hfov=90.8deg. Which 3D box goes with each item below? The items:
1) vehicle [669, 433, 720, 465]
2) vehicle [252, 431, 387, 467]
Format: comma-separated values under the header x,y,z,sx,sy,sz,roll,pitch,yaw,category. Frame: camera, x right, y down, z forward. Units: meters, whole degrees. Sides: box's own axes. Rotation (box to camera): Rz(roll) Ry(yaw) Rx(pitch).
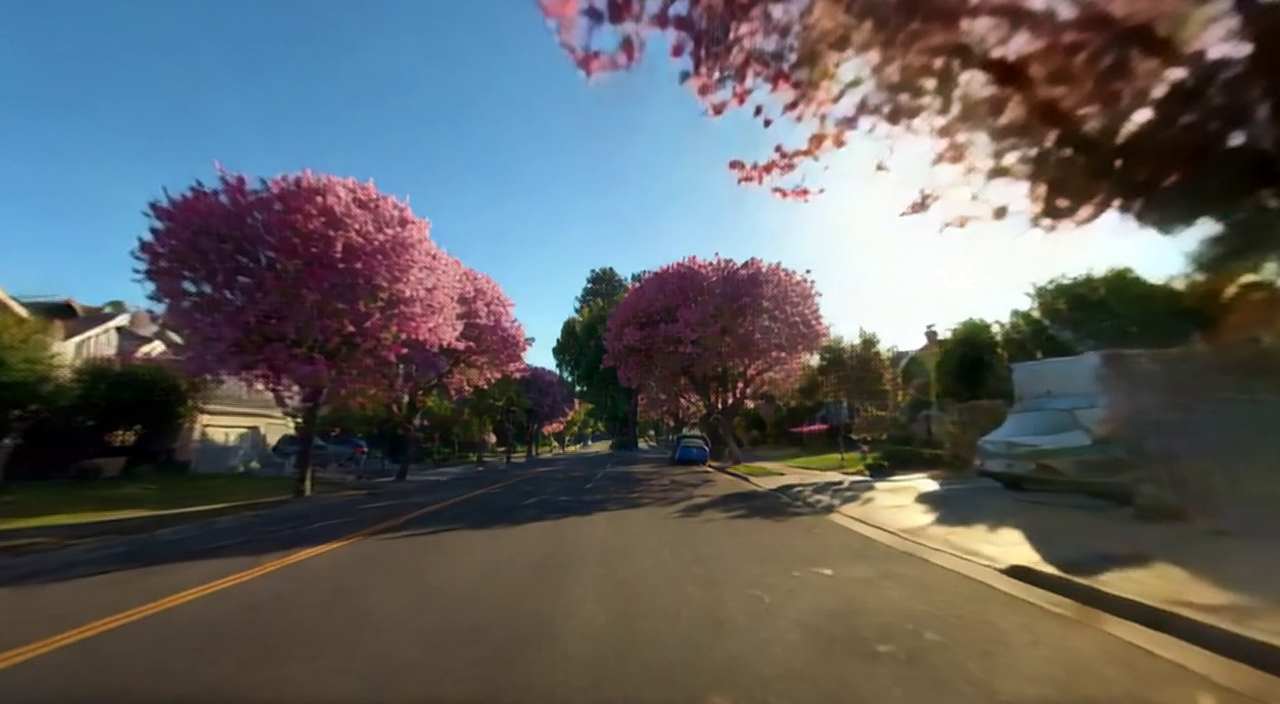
x,y,z,sx,sy,sz,roll,pitch,yaw,category
2.606,4.724,31.190,2.022,1.455,4.406,0,-7,-1,vehicle
-16.778,5.094,33.358,5.902,1.796,2.183,0,-7,-3,vehicle
